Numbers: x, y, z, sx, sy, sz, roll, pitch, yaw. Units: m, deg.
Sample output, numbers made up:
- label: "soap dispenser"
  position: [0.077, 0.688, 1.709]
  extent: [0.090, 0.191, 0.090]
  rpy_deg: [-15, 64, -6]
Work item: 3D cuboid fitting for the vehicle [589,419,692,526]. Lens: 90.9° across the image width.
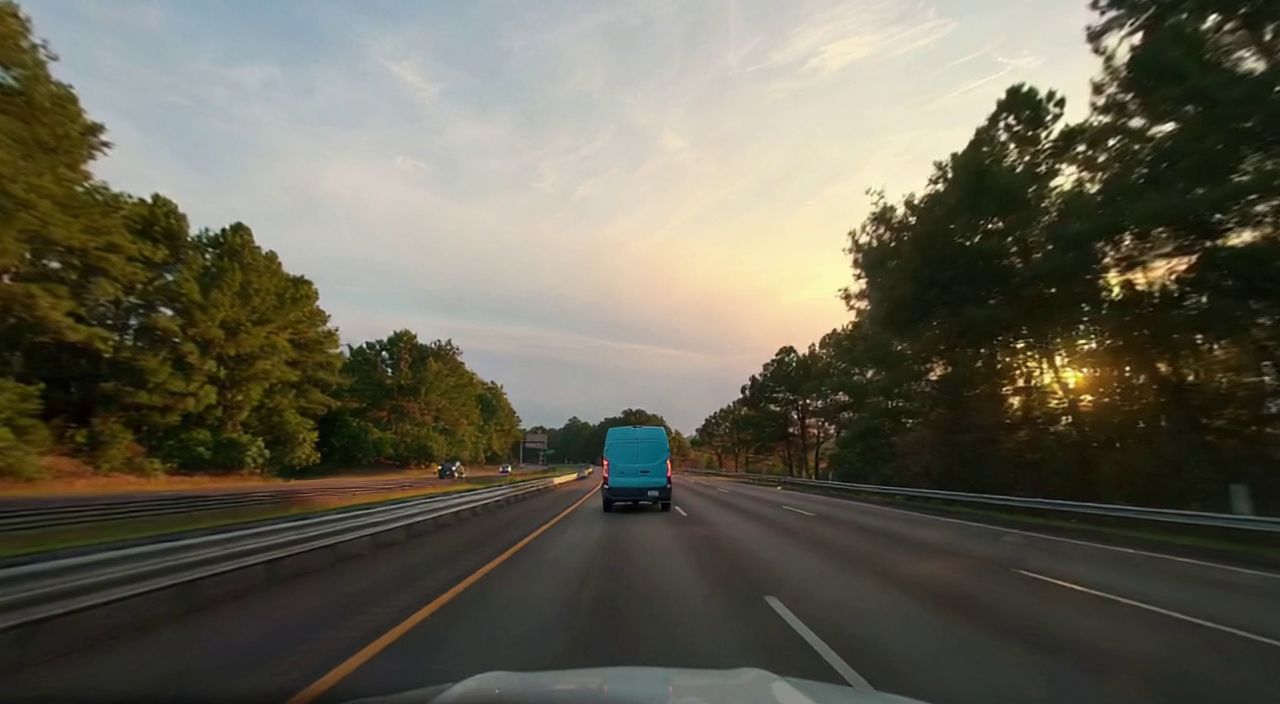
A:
- label: "vehicle"
  position: [-0.094, 3.338, 17.665]
  extent: [2.375, 2.432, 6.161]
  rpy_deg: [1, -10, -2]
